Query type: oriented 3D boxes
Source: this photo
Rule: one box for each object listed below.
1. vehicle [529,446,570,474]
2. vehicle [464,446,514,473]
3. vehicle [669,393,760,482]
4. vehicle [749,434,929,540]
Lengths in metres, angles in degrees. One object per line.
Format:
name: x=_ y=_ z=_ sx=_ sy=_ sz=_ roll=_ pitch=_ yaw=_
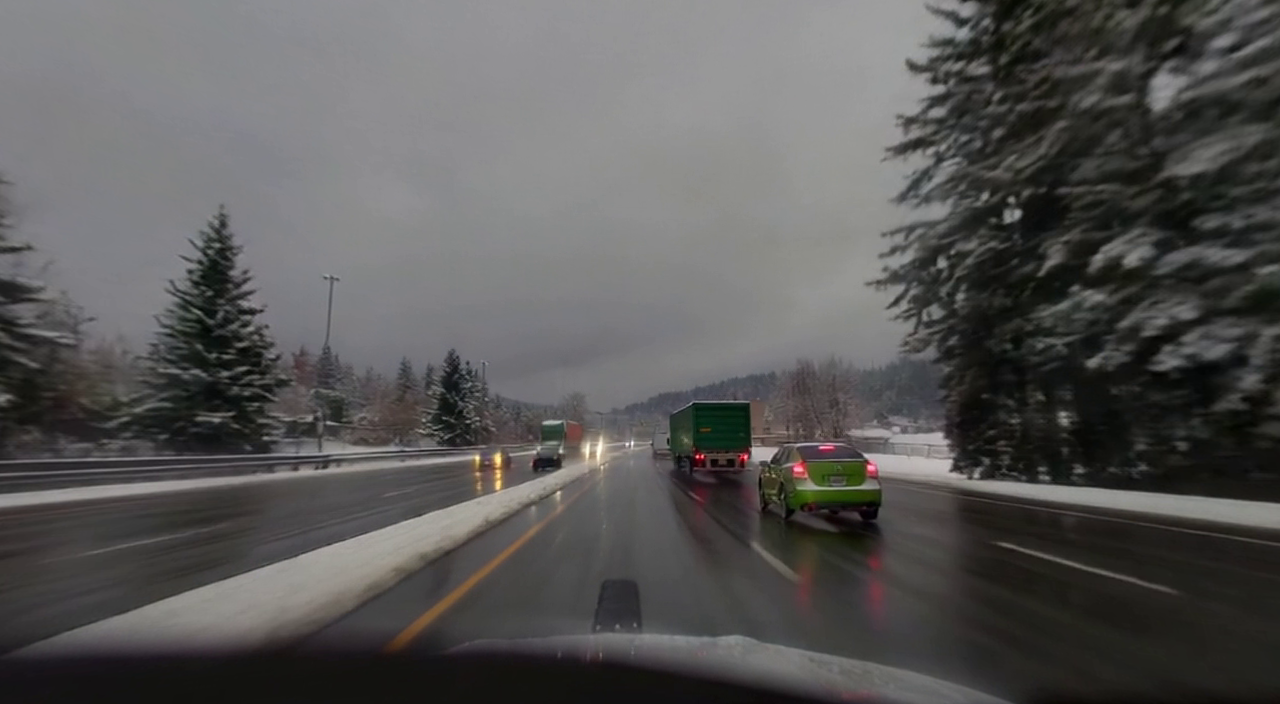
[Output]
vehicle: x=-5.310 y=6.392 z=37.218 sx=1.817 sy=1.539 sz=3.879 roll=-1 pitch=-9 yaw=1
vehicle: x=-9.200 y=6.594 z=38.541 sx=1.903 sy=1.521 sz=4.161 roll=-1 pitch=-9 yaw=2
vehicle: x=3.308 y=4.516 z=32.383 sx=2.916 sy=3.563 sz=14.462 roll=0 pitch=-9 yaw=0
vehicle: x=3.342 y=2.334 z=11.421 sx=1.971 sy=1.558 sz=3.834 roll=0 pitch=-9 yaw=0
